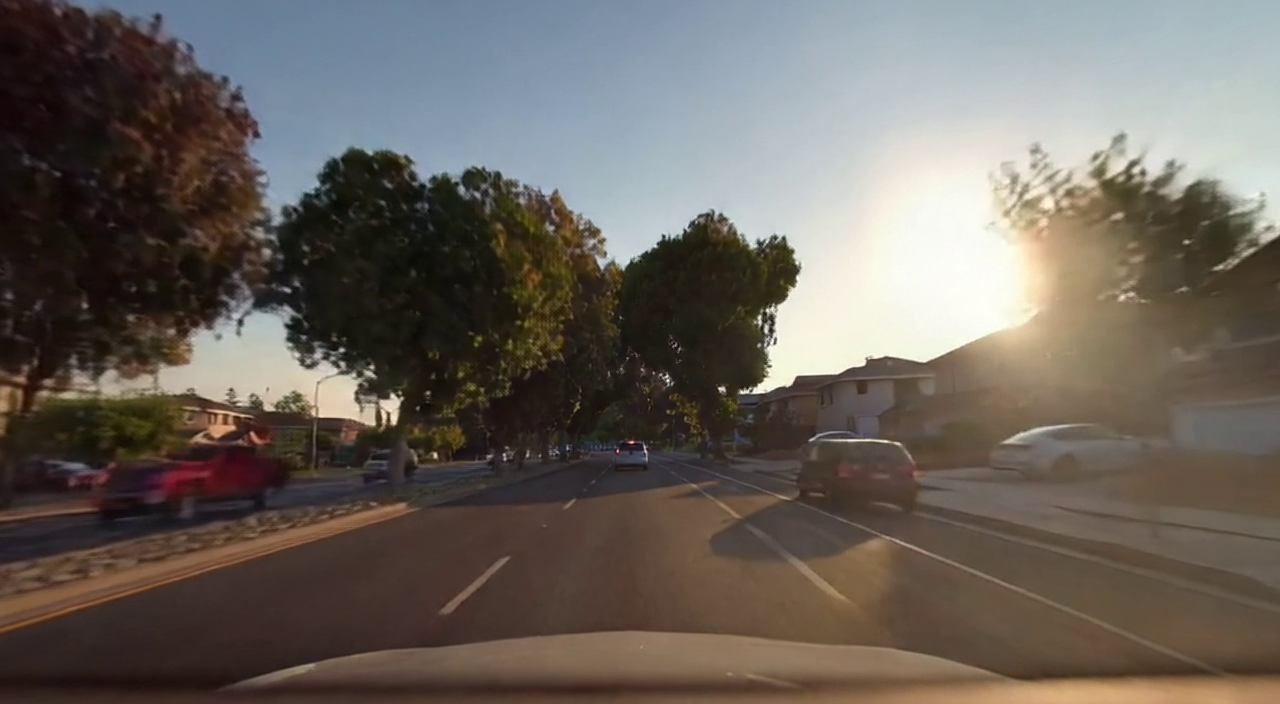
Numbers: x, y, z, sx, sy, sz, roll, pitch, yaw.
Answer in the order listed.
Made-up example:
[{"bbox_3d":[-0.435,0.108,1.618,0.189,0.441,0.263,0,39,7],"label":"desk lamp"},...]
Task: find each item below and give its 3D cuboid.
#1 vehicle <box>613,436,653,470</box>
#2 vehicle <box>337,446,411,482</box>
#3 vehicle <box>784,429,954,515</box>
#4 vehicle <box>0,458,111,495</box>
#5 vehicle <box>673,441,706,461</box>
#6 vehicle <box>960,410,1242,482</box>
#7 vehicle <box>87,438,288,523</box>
[{"bbox_3d":[-0.386,5.333,33.522,2.024,1.655,4.301,0,-8,-1],"label":"vehicle"},{"bbox_3d":[-14.846,6.221,35.528,2.034,1.810,4.976,-1,-8,-1],"label":"vehicle"},{"bbox_3d":[4.596,2.454,13.476,2.020,1.518,4.255,0,-8,0],"label":"vehicle"},{"bbox_3d":[-27.200,5.608,28.571,4.644,1.541,1.873,0,-8,-1],"label":"vehicle"},{"bbox_3d":[3.782,7.663,48.951,2.045,1.517,4.394,0,-8,-2],"label":"vehicle"},{"bbox_3d":[11.785,2.449,16.492,5.538,1.703,2.286,0,-9,0],"label":"vehicle"},{"bbox_3d":[-11.340,3.174,16.299,1.948,1.725,4.443,-5,-8,0],"label":"vehicle"}]
